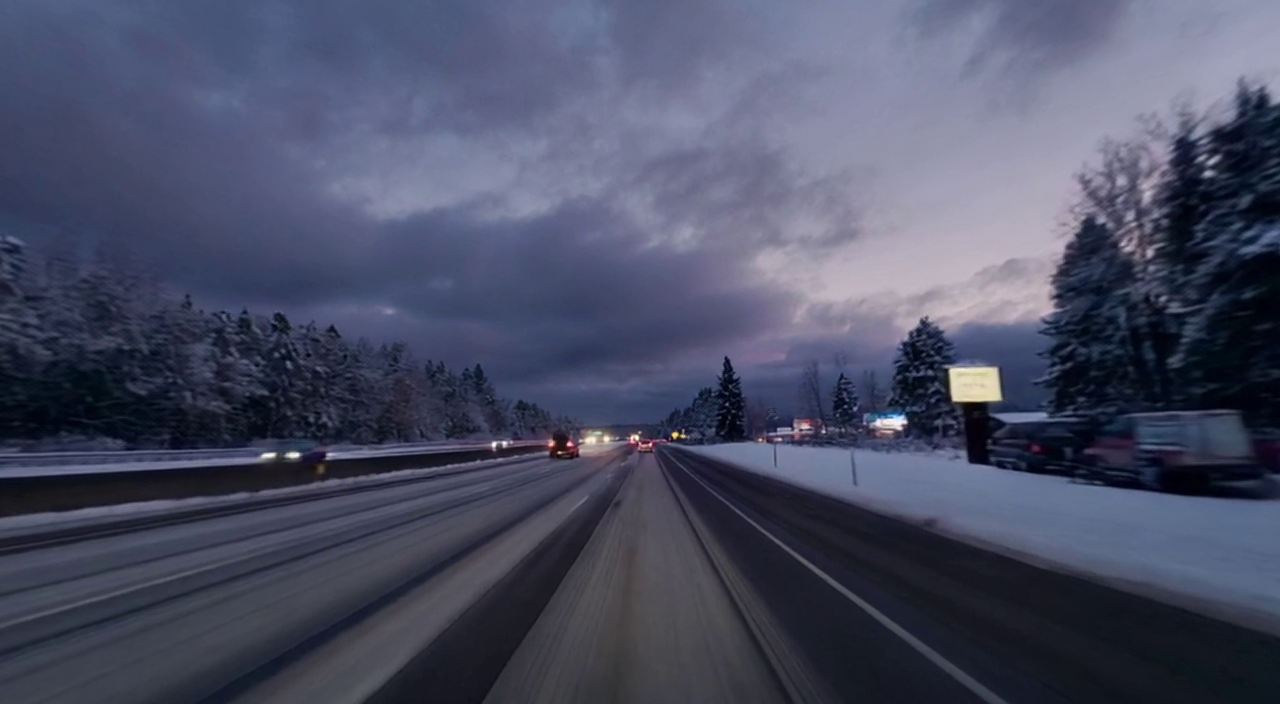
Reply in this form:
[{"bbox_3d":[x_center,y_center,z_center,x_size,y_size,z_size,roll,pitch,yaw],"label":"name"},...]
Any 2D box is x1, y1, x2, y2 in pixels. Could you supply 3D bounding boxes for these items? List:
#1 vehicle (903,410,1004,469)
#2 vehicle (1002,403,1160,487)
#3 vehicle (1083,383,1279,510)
[{"bbox_3d":[19.026,5.390,38.725,3.411,3.351,5.369,0,-8,1],"label":"vehicle"},{"bbox_3d":[19.232,4.004,28.038,2.420,3.217,5.881,-2,-6,-2],"label":"vehicle"},{"bbox_3d":[18.741,3.058,20.490,3.098,3.410,7.172,0,-8,-3],"label":"vehicle"}]
